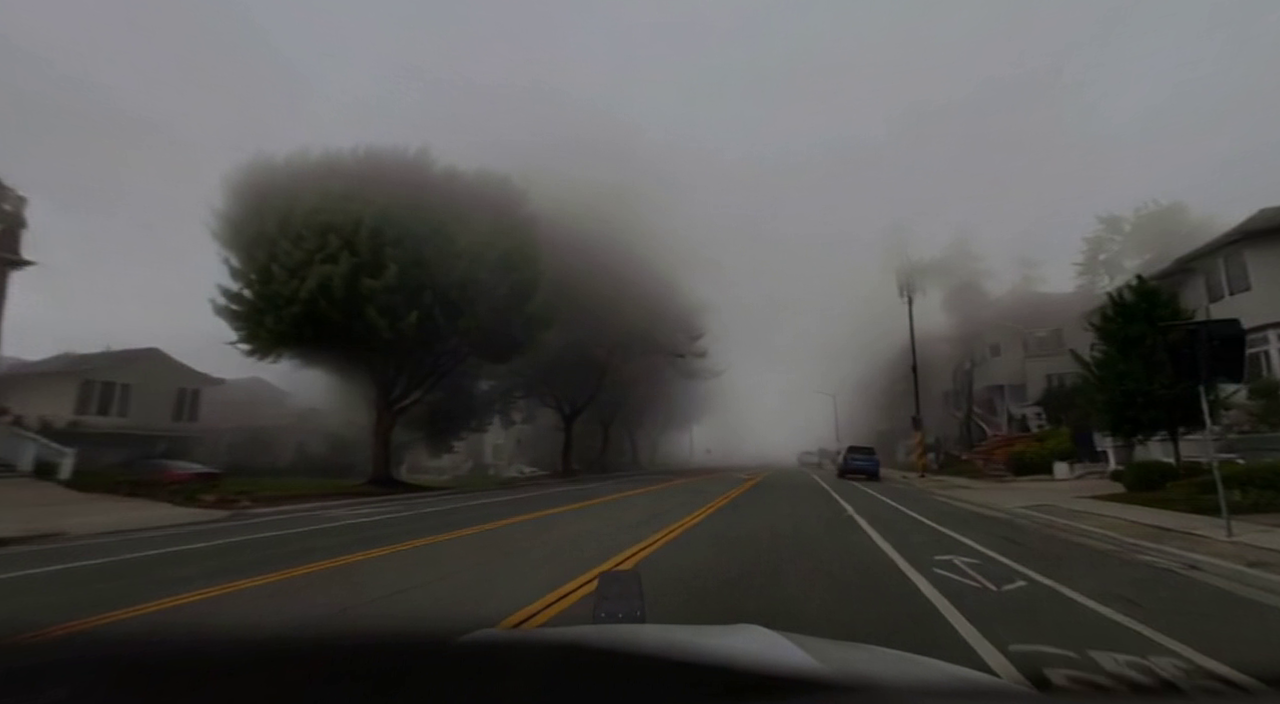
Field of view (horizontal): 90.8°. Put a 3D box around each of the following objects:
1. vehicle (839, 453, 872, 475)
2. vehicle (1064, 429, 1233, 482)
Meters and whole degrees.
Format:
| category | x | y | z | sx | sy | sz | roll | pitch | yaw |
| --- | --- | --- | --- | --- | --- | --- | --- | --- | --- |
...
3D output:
| category | x | y | z | sx | sy | sz | roll | pitch | yaw |
| --- | --- | --- | --- | --- | --- | --- | --- | --- | --- |
| vehicle | 16.706 | 8.650 | 49.081 | 1.971 | 1.558 | 4.895 | -1 | -10 | 14 |
| vehicle | 20.111 | 4.114 | 25.242 | 4.682 | 1.956 | 2.001 | -3 | -8 | 13 |
